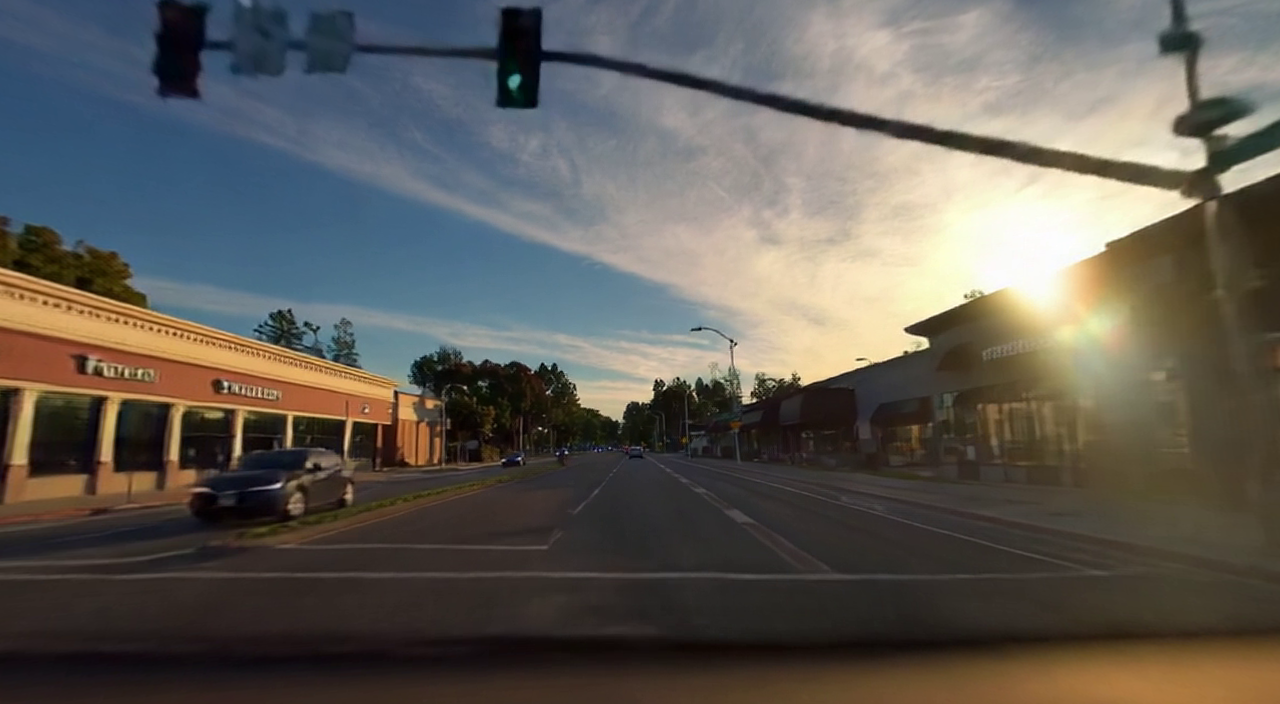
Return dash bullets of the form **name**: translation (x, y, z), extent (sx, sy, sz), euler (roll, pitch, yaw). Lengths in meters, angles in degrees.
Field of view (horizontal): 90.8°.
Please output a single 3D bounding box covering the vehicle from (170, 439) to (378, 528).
- **vehicle**: translation (-7.657, 2.818, 13.875), extent (2.011, 1.490, 4.472), euler (-3, -10, -2)
